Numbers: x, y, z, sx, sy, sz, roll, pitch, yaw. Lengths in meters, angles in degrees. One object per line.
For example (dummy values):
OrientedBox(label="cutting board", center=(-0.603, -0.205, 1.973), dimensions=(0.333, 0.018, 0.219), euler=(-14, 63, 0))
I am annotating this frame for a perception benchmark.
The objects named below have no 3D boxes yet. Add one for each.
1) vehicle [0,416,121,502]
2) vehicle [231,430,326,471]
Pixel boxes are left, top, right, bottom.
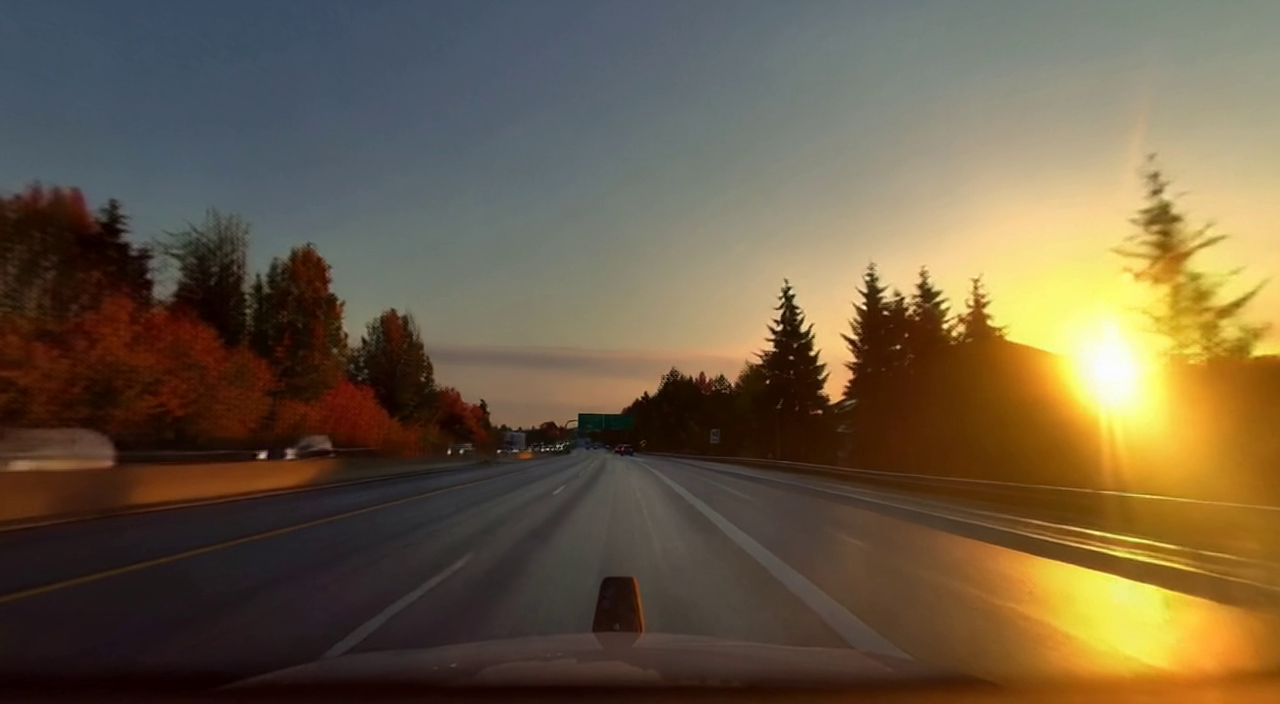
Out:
OrientedBox(label="vehicle", center=(-12.553, 1.958, 11.435), dimensions=(2.021, 1.545, 4.889), euler=(0, -9, -1))
OrientedBox(label="vehicle", center=(-18.047, 4.980, 31.609), dimensions=(2.009, 1.883, 4.660), euler=(0, -9, -1))
